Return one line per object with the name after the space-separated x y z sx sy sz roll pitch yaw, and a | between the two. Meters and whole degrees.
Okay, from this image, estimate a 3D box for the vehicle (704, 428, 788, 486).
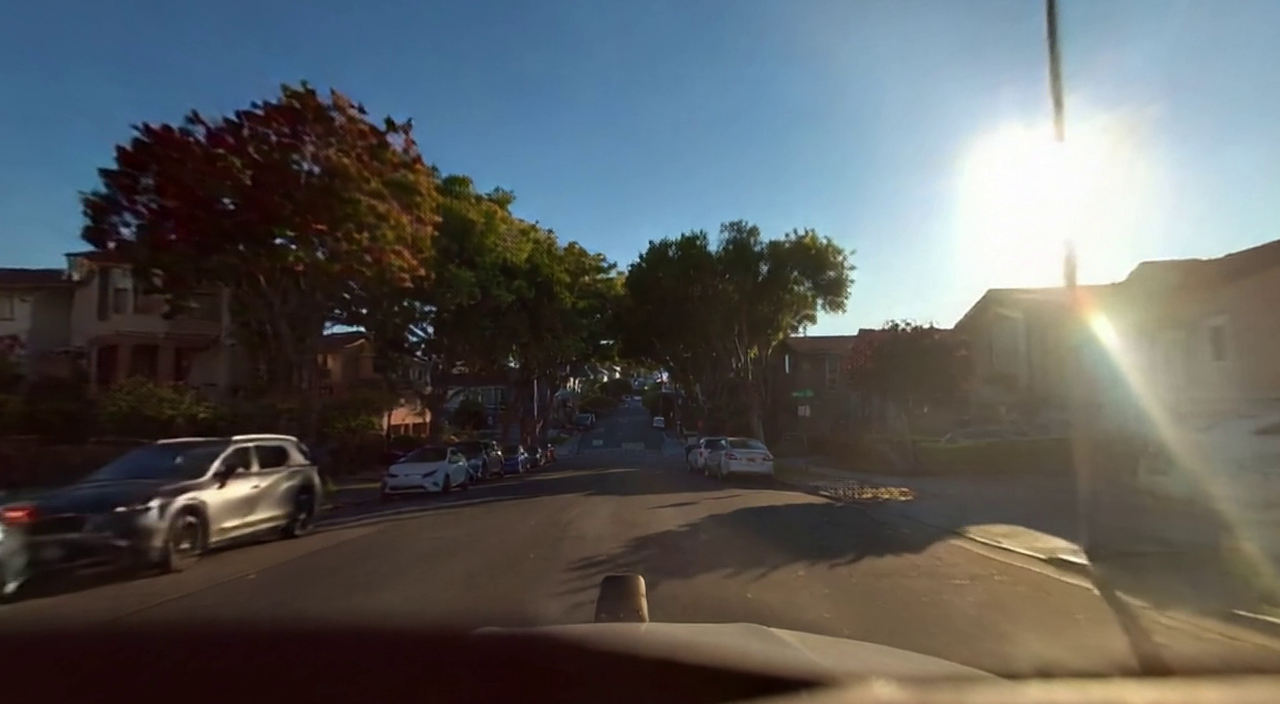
3.466 3.548 21.551 1.952 1.738 4.518 0 -8 -1 | vehicle

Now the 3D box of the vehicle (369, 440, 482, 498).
-6.073 3.341 18.442 2.003 1.489 4.051 0 -8 -2 | vehicle

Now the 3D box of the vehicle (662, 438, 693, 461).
2.795 7.396 48.102 1.966 1.620 4.187 0 -8 -3 | vehicle

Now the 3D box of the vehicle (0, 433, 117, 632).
-5.784 1.180 3.510 1.998 1.485 4.476 0 -8 -2 | vehicle

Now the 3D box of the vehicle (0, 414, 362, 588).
-5.753 1.802 8.530 1.958 1.682 4.536 0 -8 -1 | vehicle
